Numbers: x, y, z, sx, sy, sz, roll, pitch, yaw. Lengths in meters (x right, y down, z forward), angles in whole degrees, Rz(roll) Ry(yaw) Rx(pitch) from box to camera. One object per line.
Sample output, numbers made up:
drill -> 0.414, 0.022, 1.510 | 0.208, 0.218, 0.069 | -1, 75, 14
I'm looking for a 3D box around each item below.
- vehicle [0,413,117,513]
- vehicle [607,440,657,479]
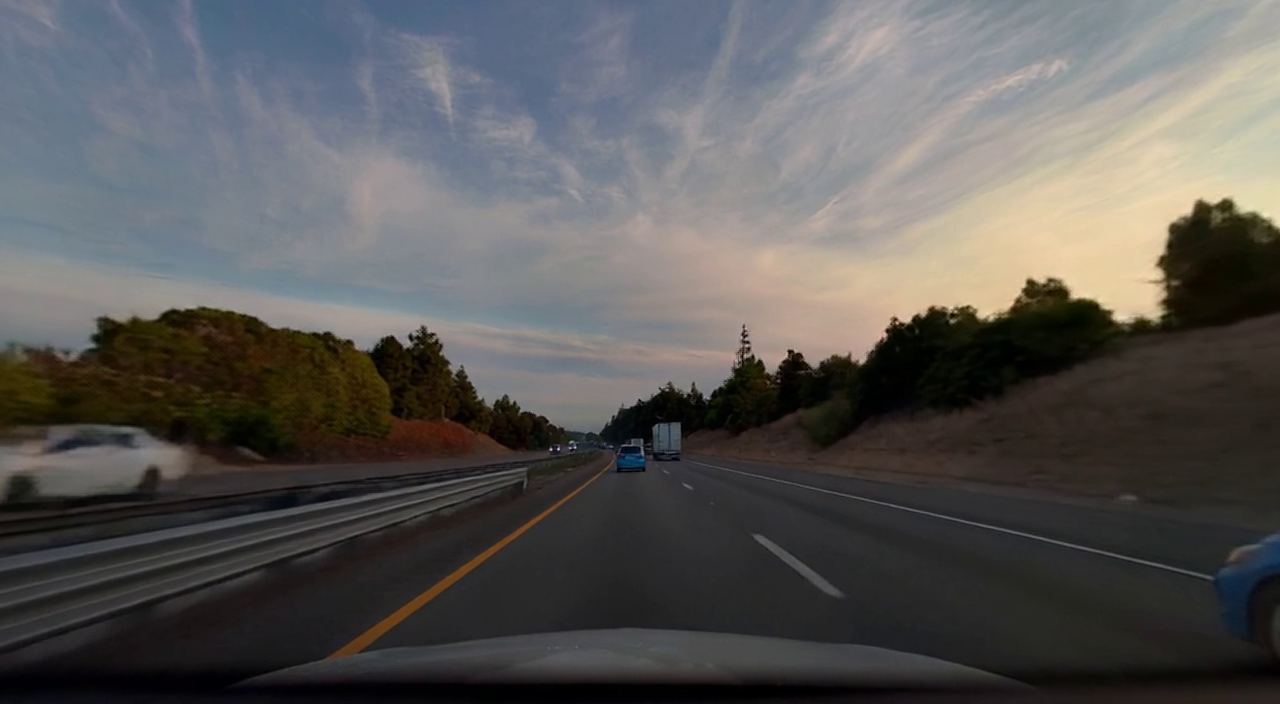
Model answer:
vehicle -> -12.141, 1.943, 10.975 | 1.994, 1.729, 4.652 | 0, -9, 0
vehicle -> -0.371, 5.083, 30.014 | 2.190, 1.706, 4.062 | 0, -9, 0
